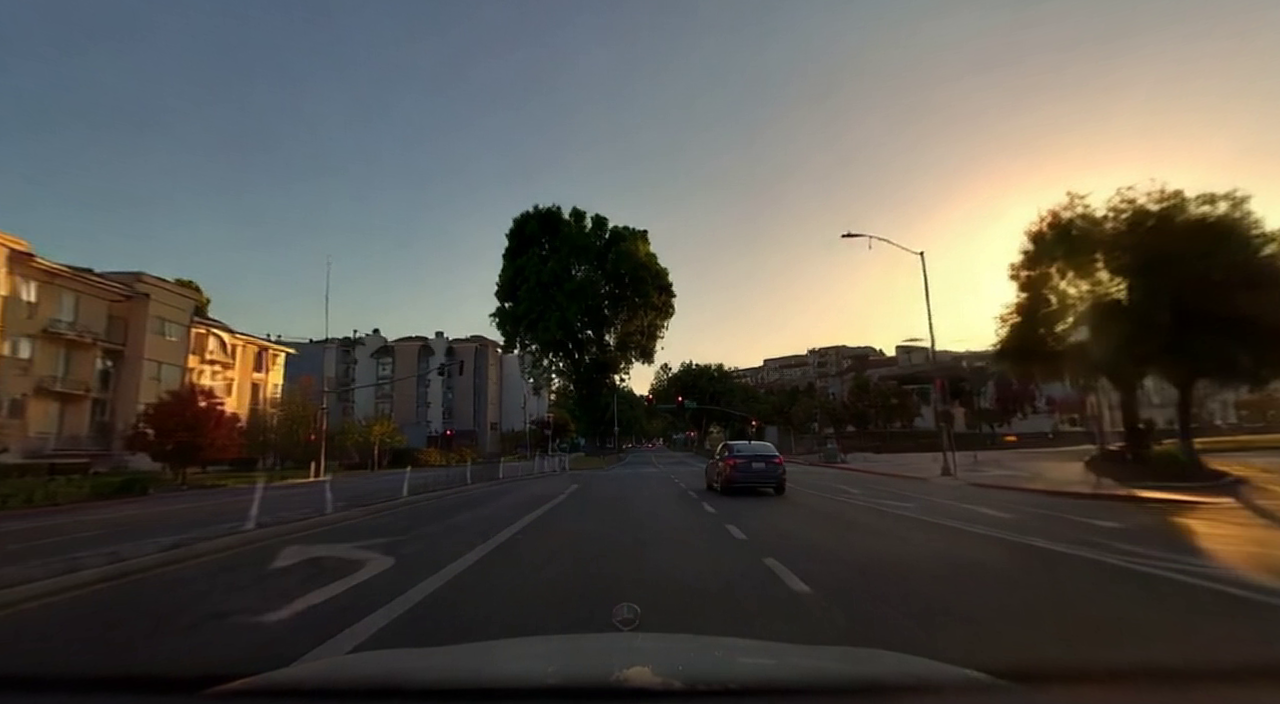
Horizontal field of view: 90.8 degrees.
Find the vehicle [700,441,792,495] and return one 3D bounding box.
[{"bbox_3d":[3.070,3.465,19.269,1.964,1.448,4.295,0,-8,-1],"label":"vehicle"}]
